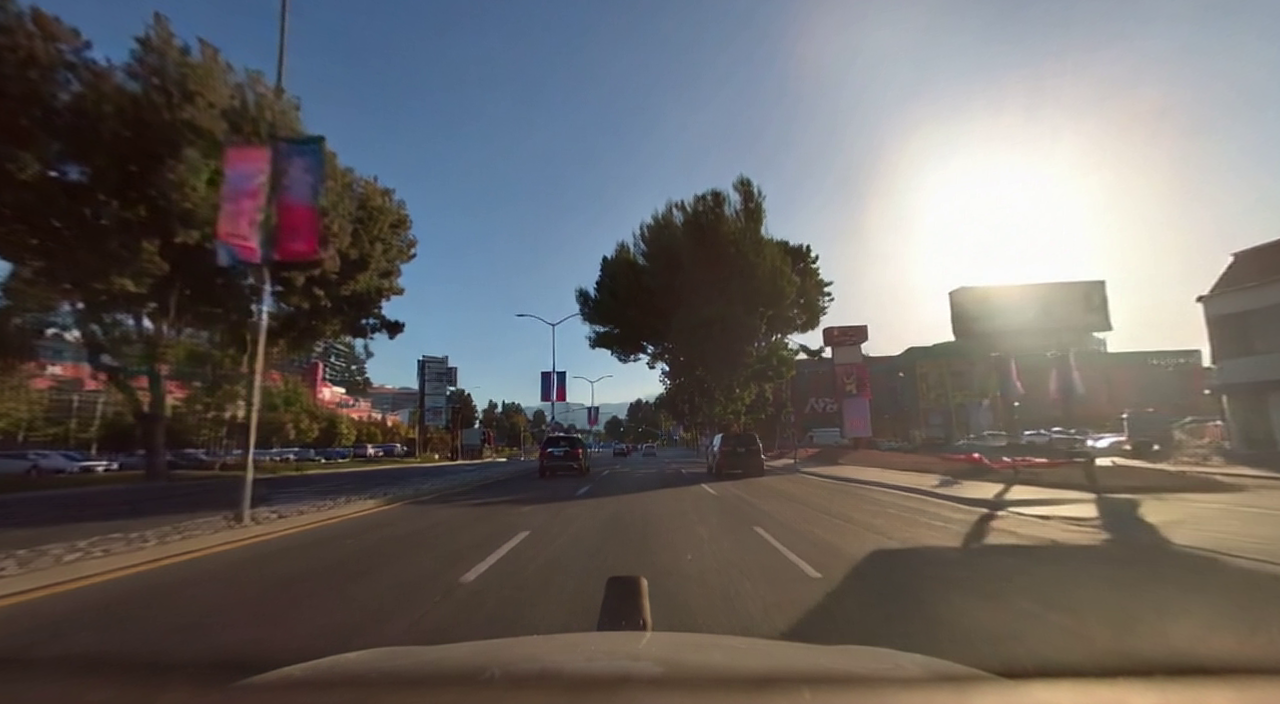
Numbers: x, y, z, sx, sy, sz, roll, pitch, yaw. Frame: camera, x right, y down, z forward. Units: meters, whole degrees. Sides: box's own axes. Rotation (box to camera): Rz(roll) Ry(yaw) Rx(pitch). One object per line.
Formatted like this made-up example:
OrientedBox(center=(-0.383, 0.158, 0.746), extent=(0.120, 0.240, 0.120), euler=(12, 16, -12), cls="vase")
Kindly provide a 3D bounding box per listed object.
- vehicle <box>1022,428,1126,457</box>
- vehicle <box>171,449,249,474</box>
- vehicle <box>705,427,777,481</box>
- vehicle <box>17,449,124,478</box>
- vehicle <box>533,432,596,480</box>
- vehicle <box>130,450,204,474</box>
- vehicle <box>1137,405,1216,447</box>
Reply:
OrientedBox(center=(27.204, 5.707, 39.462), extent=(4.699, 1.608, 2.379), euler=(-2, -9, -2), cls="vehicle")
OrientedBox(center=(-33.133, 8.426, 48.615), extent=(2.099, 1.792, 5.422), euler=(0, -8, 2), cls="vehicle")
OrientedBox(center=(3.856, 3.986, 24.765), extent=(2.024, 1.921, 4.431), euler=(0, -8, -1), cls="vehicle")
OrientedBox(center=(-36.481, 7.116, 40.418), extent=(2.102, 1.730, 5.018), euler=(0, -8, 1), cls="vehicle")
OrientedBox(center=(-3.018, 4.269, 26.036), extent=(2.014, 1.775, 4.404), euler=(0, -8, 1), cls="vehicle")
OrientedBox(center=(-36.473, 8.438, 48.566), extent=(2.124, 1.713, 4.465), euler=(0, -8, 2), cls="vehicle")
OrientedBox(center=(33.589, 4.666, 39.353), extent=(2.852, 2.462, 2.062), euler=(-1, -9, 0), cls="vehicle")
